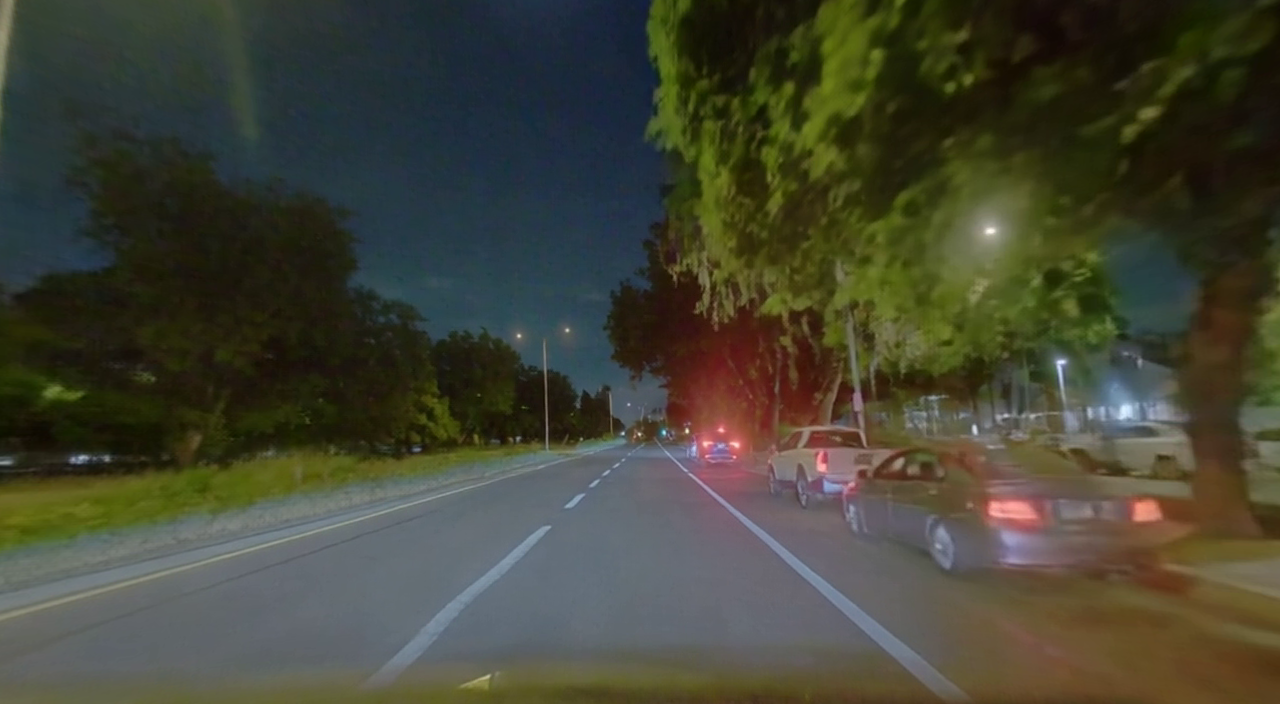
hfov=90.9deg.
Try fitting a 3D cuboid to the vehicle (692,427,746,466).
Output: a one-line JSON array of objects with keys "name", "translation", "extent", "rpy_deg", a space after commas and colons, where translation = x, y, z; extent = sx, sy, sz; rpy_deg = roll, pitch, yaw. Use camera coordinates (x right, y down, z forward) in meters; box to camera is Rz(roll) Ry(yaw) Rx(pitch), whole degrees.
[{"name": "vehicle", "translation": [4.161, 5.046, 33.876], "extent": [2.226, 1.889, 4.543], "rpy_deg": [0, -8, -1]}]

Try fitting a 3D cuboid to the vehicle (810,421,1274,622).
[{"name": "vehicle", "translation": [3.638, 1.587, 7.084], "extent": [2.068, 1.461, 4.653], "rpy_deg": [0, -8, -1]}]
